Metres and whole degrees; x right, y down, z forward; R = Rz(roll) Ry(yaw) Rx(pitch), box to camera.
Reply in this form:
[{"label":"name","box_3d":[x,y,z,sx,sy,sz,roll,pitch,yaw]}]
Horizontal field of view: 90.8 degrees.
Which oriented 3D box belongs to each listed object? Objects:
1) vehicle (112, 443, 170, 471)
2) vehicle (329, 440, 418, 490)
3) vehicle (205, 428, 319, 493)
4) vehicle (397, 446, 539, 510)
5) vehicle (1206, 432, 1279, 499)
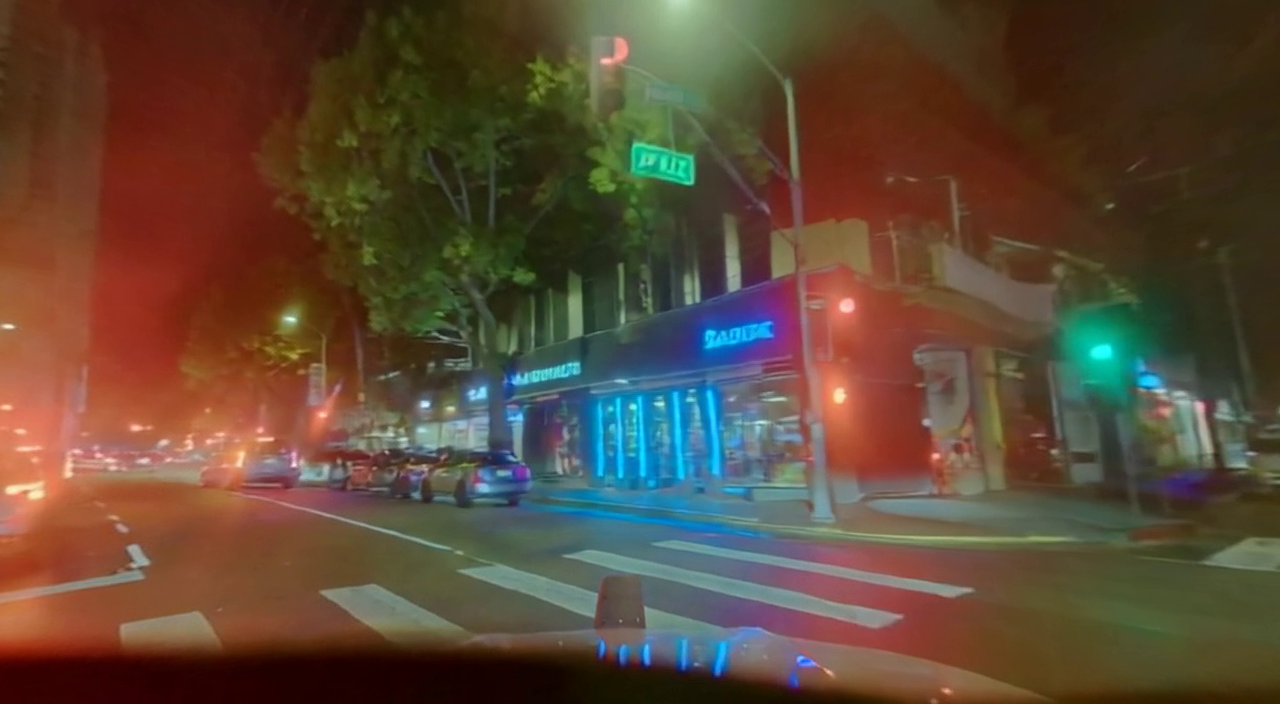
[{"label":"vehicle","box_3d":[-27.385,5.698,34.593,2.050,1.400,4.666,7,-11,-41]},{"label":"vehicle","box_3d":[-10.220,4.242,24.073,1.882,1.704,4.055,7,-11,-41]},{"label":"vehicle","box_3d":[-12.816,3.590,21.300,2.440,1.882,4.611,7,-11,-40]},{"label":"vehicle","box_3d":[-5.040,3.472,18.080,2.059,1.550,4.703,7,-11,-40]},{"label":"vehicle","box_3d":[17.783,3.093,17.576,4.286,1.596,2.179,7,-17,-40]}]
